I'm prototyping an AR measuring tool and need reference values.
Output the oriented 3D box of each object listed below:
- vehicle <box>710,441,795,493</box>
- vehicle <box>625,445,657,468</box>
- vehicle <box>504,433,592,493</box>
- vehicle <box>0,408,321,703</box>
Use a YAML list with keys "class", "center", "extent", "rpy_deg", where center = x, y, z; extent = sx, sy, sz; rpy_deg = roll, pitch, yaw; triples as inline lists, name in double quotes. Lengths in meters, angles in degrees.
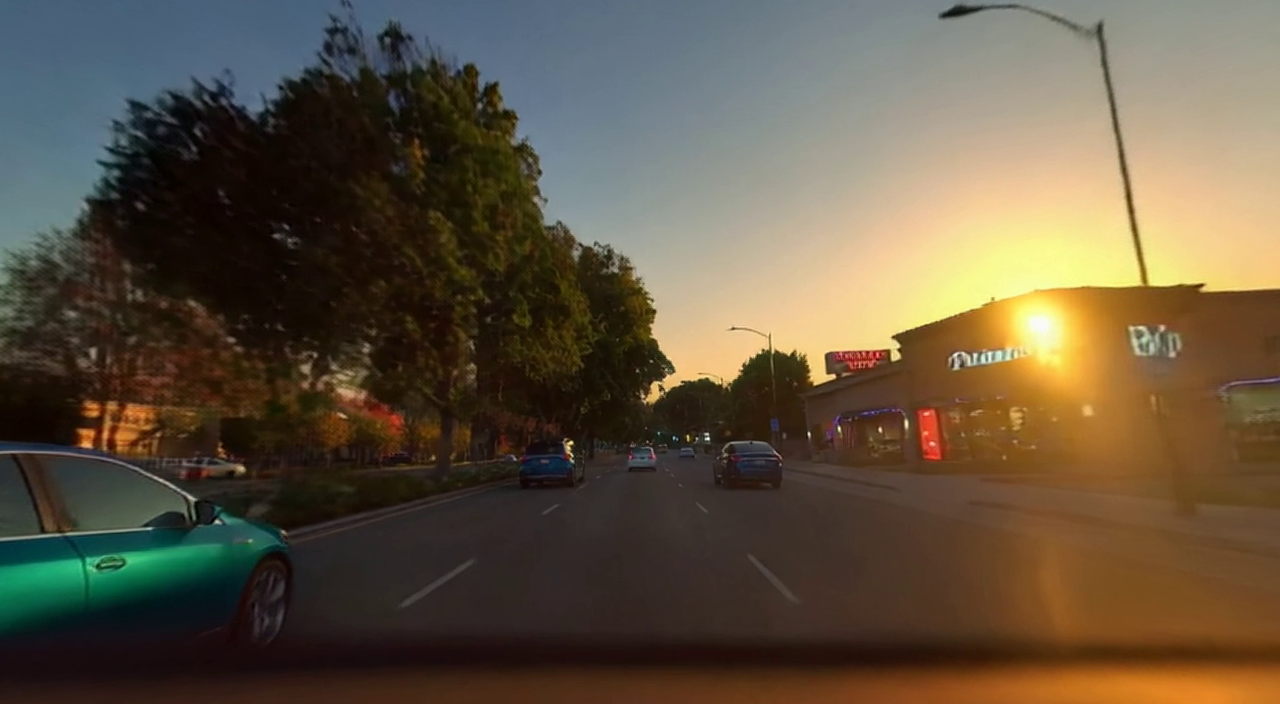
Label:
- class: "vehicle"
  center: [3.479, 3.628, 20.299]
  extent: [1.904, 1.490, 4.299]
  rpy_deg: [0, -8, -1]
- class: "vehicle"
  center: [0.051, 7.042, 42.601]
  extent: [2.069, 1.445, 3.965]
  rpy_deg: [0, -8, 0]
- class: "vehicle"
  center: [-2.953, 3.695, 21.336]
  extent: [2.193, 1.788, 4.603]
  rpy_deg: [0, -8, 1]
- class: "vehicle"
  center: [-3.221, 0.899, 1.943]
  extent: [1.956, 1.460, 4.802]
  rpy_deg: [0, -8, 0]
